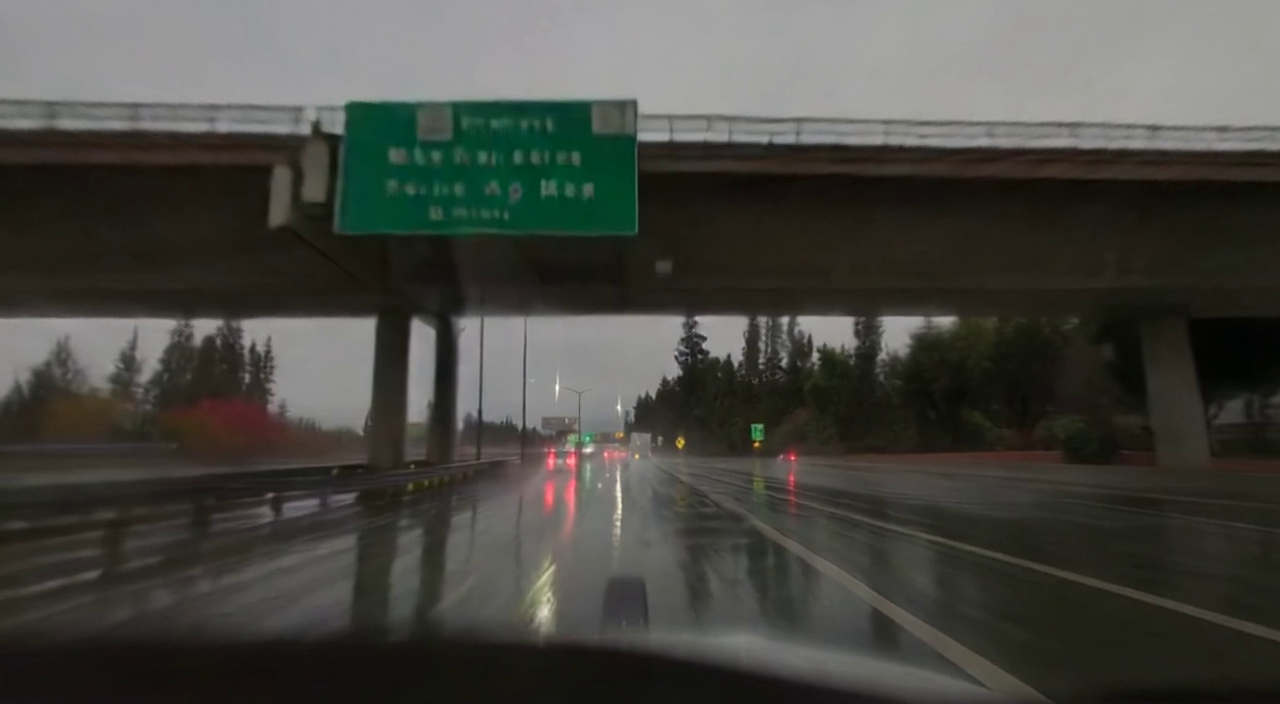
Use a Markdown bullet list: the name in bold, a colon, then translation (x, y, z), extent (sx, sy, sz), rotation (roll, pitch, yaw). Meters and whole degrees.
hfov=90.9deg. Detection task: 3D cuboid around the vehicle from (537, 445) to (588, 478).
- **vehicle**: translation (-3.863, 5.544, 32.177), extent (2.070, 1.564, 4.145), rotation (0, -9, 0)
